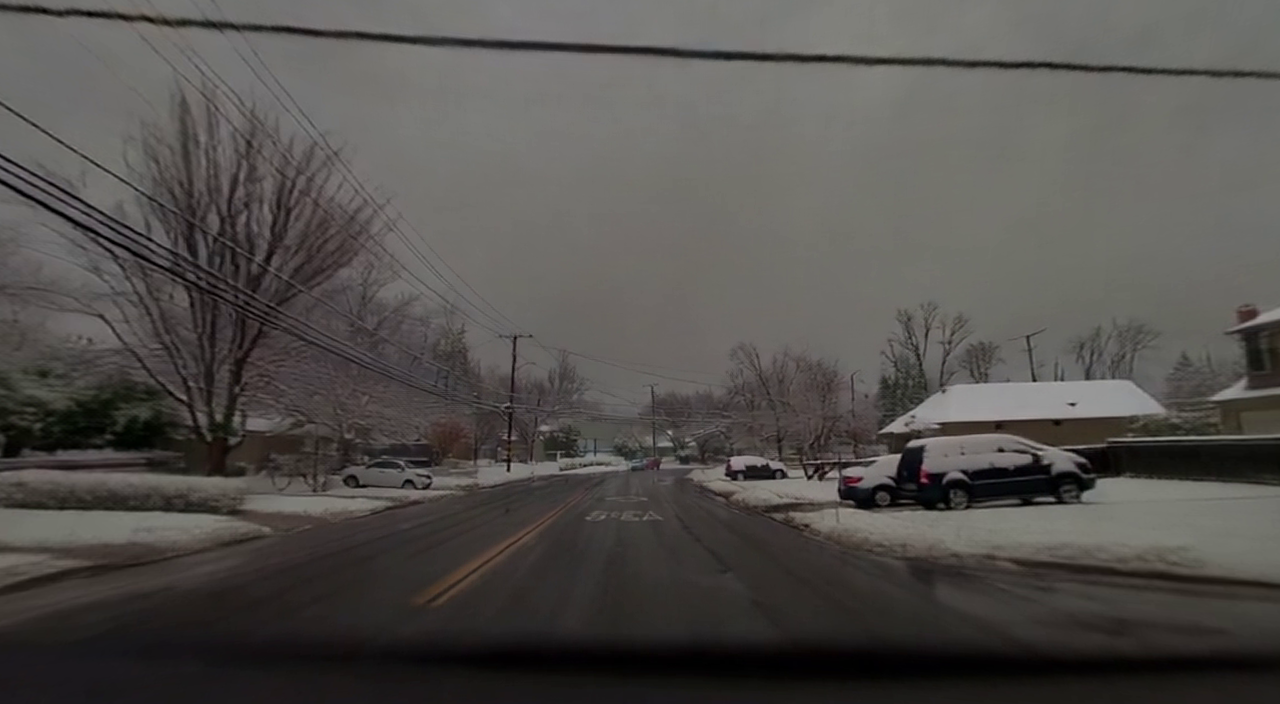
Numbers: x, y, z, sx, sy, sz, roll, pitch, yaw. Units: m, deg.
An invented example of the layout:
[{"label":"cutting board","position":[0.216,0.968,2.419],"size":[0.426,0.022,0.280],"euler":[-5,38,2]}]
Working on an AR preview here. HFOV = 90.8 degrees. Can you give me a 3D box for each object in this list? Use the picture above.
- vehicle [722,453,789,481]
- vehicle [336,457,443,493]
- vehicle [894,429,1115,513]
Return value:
[{"label":"vehicle","position":[7.428,7.414,40.868],"size":[3.846,1.725,1.920],"euler":[1,-9,-4]},{"label":"vehicle","position":[-11.963,5.892,30.398],"size":[4.243,1.598,2.003],"euler":[0,-9,3]},{"label":"vehicle","position":[9.325,3.067,16.449],"size":[4.557,2.012,1.917],"euler":[1,-9,-3]}]
